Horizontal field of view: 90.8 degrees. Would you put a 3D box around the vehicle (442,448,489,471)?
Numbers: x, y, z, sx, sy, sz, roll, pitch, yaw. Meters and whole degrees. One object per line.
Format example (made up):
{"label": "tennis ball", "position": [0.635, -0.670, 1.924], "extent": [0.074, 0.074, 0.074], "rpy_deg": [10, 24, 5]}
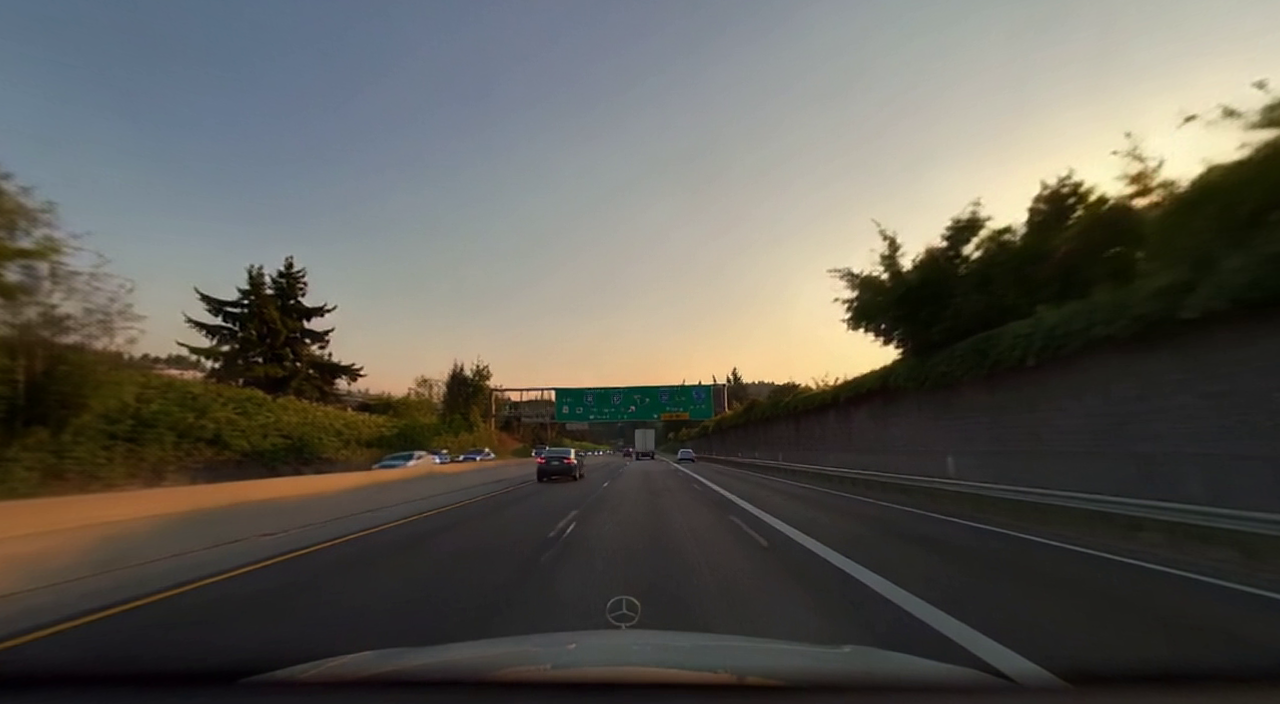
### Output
{"label": "vehicle", "position": [-12.043, 7.436, 43.856], "extent": [1.936, 1.525, 4.548], "rpy_deg": [0, -9, 1]}

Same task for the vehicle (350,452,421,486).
{"label": "vehicle", "position": [-11.819, 5.426, 29.548], "extent": [1.738, 1.417, 3.669], "rpy_deg": [0, -9, 1]}

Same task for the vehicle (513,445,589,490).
{"label": "vehicle", "position": [-3.145, 4.185, 23.251], "extent": [2.020, 1.475, 4.434], "rpy_deg": [0, -9, 2]}
